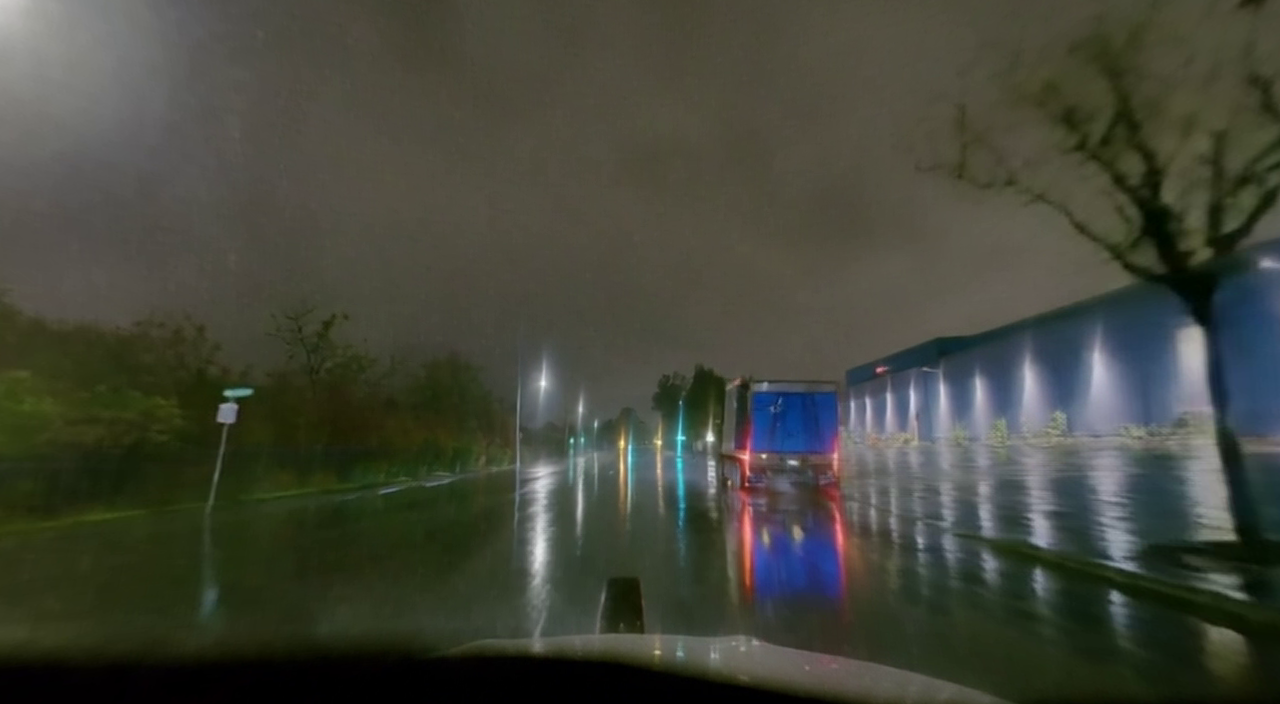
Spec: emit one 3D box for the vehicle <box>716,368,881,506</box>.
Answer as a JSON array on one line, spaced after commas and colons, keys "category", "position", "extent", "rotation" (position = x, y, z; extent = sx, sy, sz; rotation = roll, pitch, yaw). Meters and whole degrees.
[{"category": "vehicle", "position": [4.178, 2.479, 18.353], "extent": [3.019, 3.303, 6.252], "rotation": [0, -8, -1]}]
